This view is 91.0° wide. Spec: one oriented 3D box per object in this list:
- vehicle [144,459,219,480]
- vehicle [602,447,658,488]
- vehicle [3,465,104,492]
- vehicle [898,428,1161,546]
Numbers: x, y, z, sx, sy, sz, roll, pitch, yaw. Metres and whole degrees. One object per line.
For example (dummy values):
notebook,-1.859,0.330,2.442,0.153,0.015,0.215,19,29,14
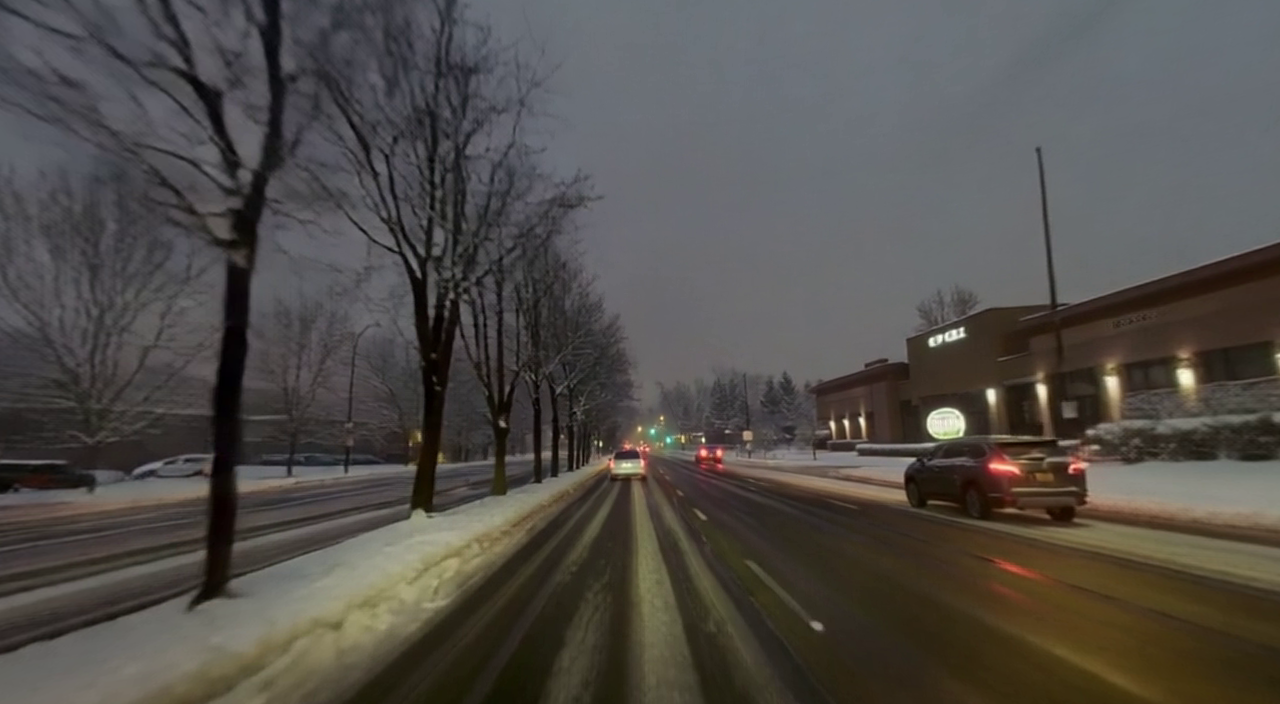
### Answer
vehicle,-33.561,8.577,46.120,3.986,1.432,1.885,0,-8,0
vehicle,-0.366,4.356,24.115,1.970,1.402,3.756,0,-8,0
vehicle,-33.819,7.299,36.357,4.047,1.400,1.866,0,-8,3
vehicle,6.313,2.196,10.887,1.949,1.647,3.894,0,-8,-2
